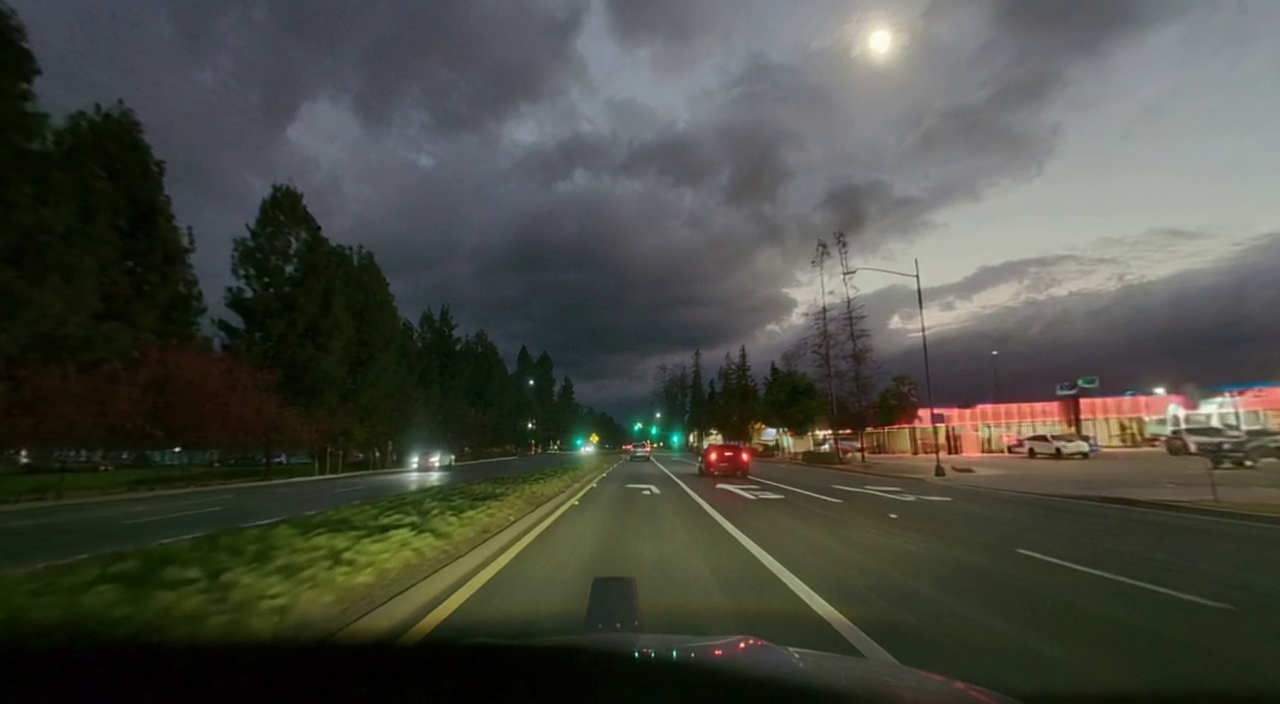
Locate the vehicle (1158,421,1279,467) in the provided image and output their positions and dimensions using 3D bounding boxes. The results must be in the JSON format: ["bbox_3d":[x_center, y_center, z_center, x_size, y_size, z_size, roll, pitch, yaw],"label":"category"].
[{"bbox_3d":[28.716,4.570,31.343,2.501,2.045,5.267,-2,-9,14],"label":"vehicle"}]

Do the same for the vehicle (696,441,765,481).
[{"bbox_3d":[3.555,4.388,25.689,1.983,1.482,4.463,0,-9,-2],"label":"vehicle"}]

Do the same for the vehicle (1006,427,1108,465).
[{"bbox_3d":[23.901,5.451,36.458,4.534,1.730,1.942,-10,-10,26],"label":"vehicle"}]
